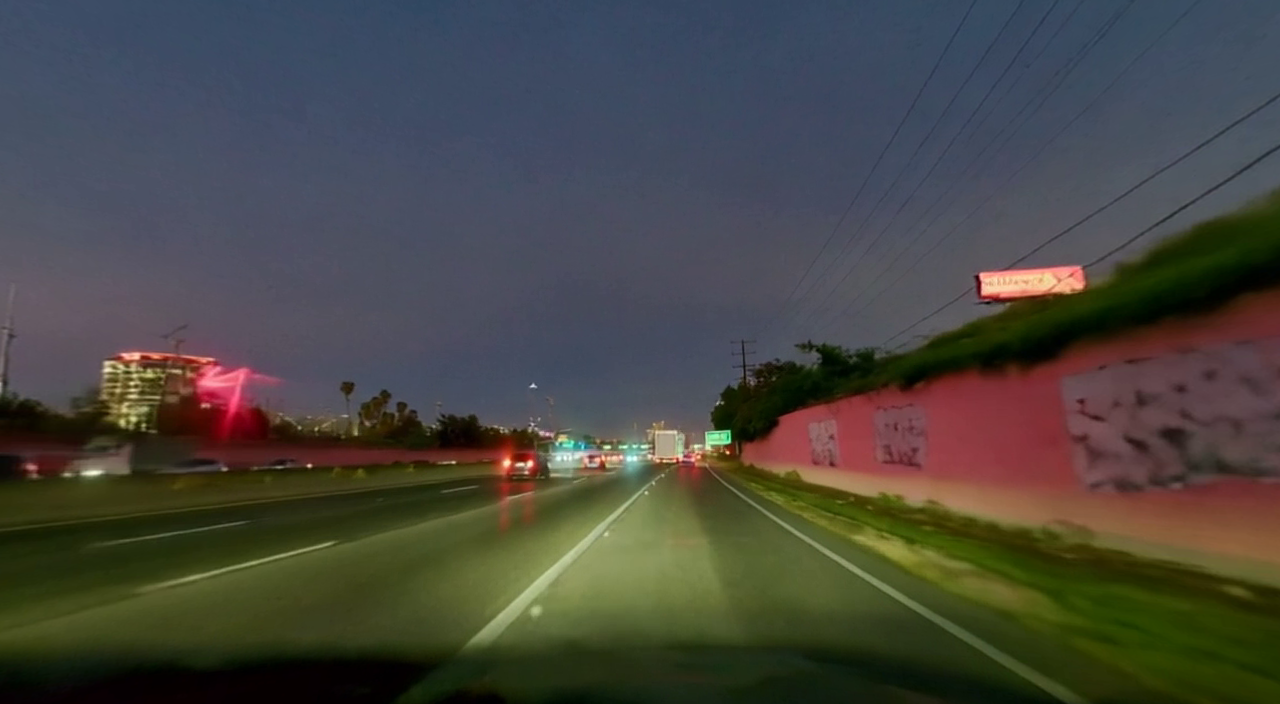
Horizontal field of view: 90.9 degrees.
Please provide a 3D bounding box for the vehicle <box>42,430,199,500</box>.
[{"bbox_3d":[-25.388,5.546,31.219,2.499,3.087,5.698,-1,-9,5],"label":"vehicle"}]

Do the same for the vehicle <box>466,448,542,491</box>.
[{"bbox_3d":[-5.336,4.652,25.208,1.966,1.565,3.766,-1,-9,4],"label":"vehicle"}]

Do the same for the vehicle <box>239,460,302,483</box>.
[{"bbox_3d":[-27.945,9.023,47.829,1.963,1.593,4.163,-1,-9,5],"label":"vehicle"}]

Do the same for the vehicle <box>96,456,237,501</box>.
[{"bbox_3d":[-21.599,5.754,29.135,2.076,1.824,5.373,-1,-9,5],"label":"vehicle"}]

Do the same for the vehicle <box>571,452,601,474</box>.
[{"bbox_3d":[-3.908,8.048,45.740,1.708,1.489,2.840,-1,-9,5],"label":"vehicle"}]
